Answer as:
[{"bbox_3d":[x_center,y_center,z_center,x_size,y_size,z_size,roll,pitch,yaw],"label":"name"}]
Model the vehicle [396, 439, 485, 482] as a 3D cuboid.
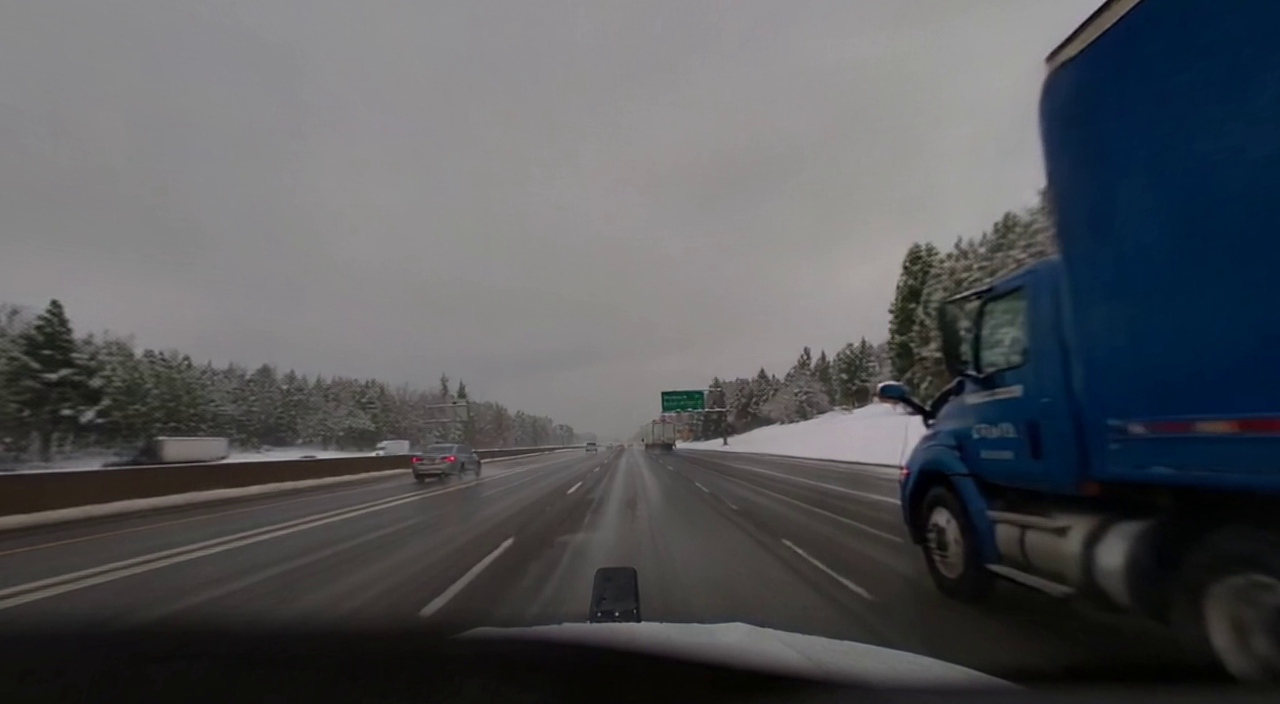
[{"bbox_3d":[-7.647,4.189,24.670,2.033,1.494,4.508,0,-8,0],"label":"vehicle"}]
